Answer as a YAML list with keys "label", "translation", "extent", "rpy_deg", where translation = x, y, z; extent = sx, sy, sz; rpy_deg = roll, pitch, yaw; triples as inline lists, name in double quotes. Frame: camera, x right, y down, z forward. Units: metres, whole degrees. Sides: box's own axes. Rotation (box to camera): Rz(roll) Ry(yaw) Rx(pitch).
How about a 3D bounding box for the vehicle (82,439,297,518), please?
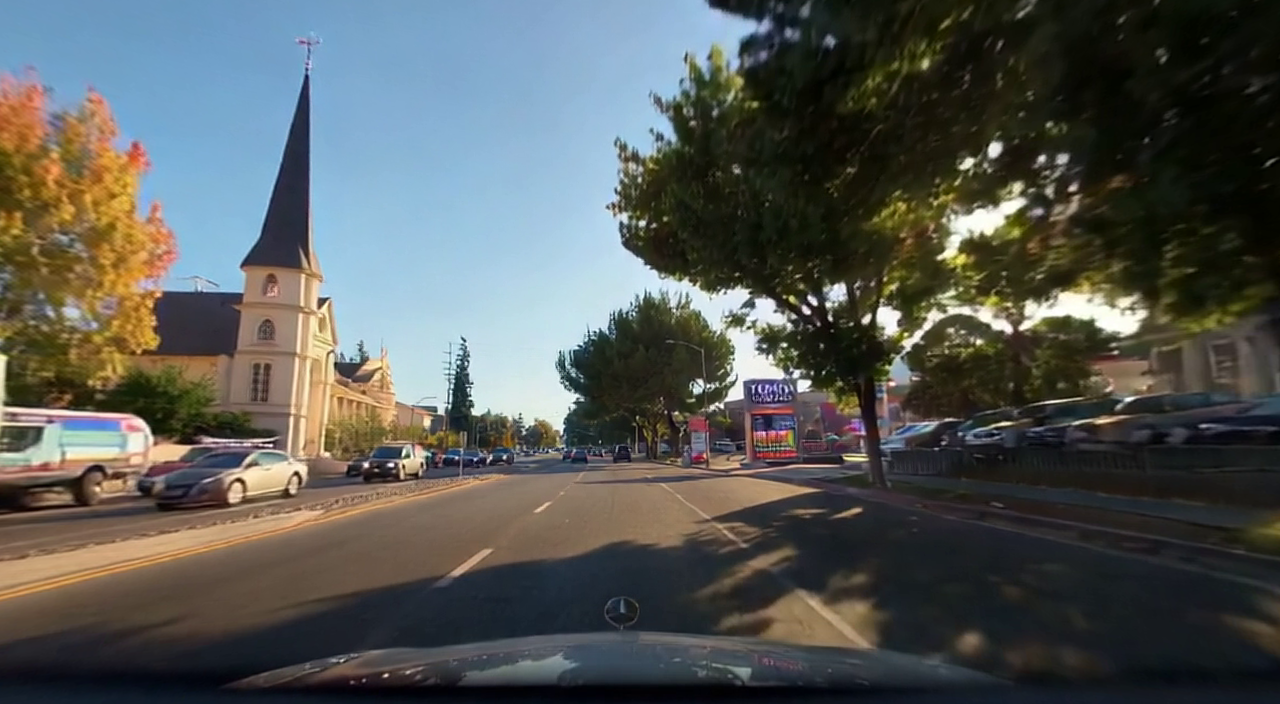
- label: "vehicle"
  translation: [-11.252, 3.154, 16.353]
  extent: [2.134, 1.705, 4.710]
  rpy_deg: [0, -9, -1]

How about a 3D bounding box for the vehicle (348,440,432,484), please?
- label: "vehicle"
  translation: [-11.953, 5.271, 30.638]
  extent: [2.206, 1.922, 4.968]
  rpy_deg: [-1, -9, -2]

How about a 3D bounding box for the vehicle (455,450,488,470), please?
- label: "vehicle"
  translation: [-13.138, 8.415, 49.438]
  extent: [1.771, 1.508, 3.453]
  rpy_deg: [0, -9, -4]
